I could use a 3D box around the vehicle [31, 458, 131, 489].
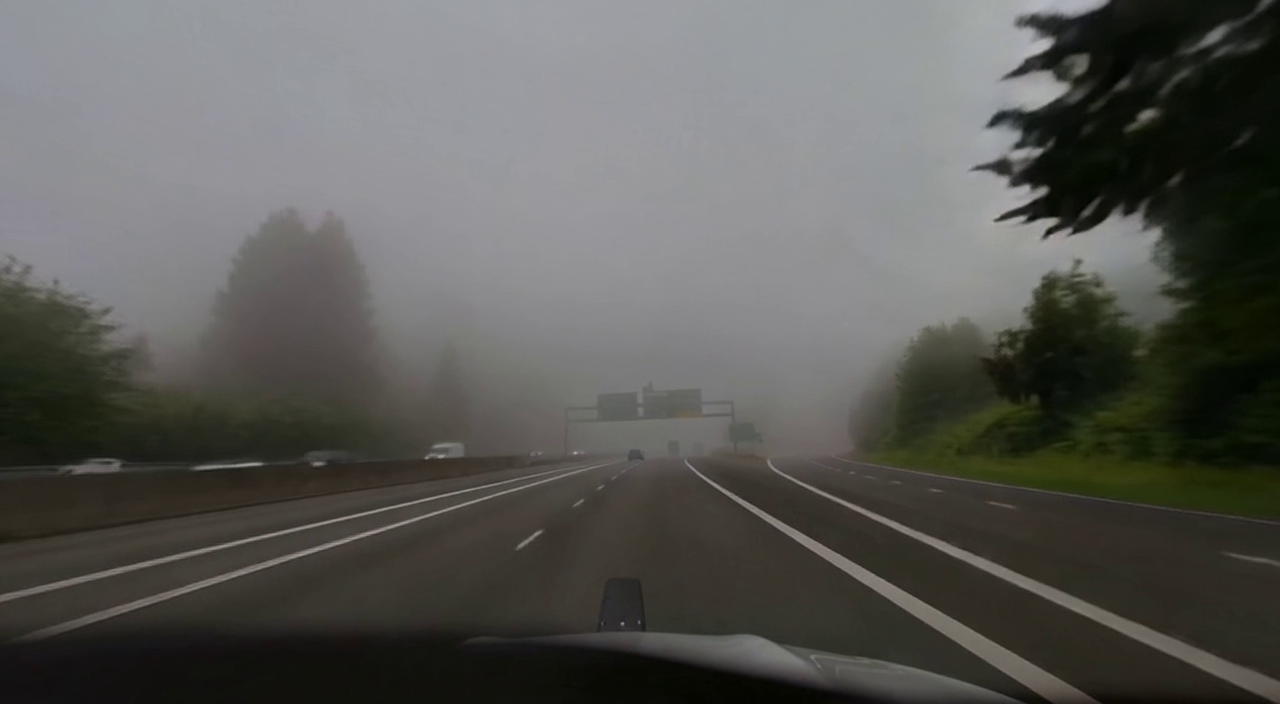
[{"bbox_3d":[-31.086,6.724,35.260,1.809,1.521,4.768,1,-9,-9],"label":"vehicle"}]

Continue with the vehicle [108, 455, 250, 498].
[{"bbox_3d":[-17.842,4.809,24.710,2.122,1.492,4.416,0,-9,1],"label":"vehicle"}]

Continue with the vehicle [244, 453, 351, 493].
[{"bbox_3d":[-14.033,4.940,26.146,2.014,1.476,4.195,0,-9,1],"label":"vehicle"}]
